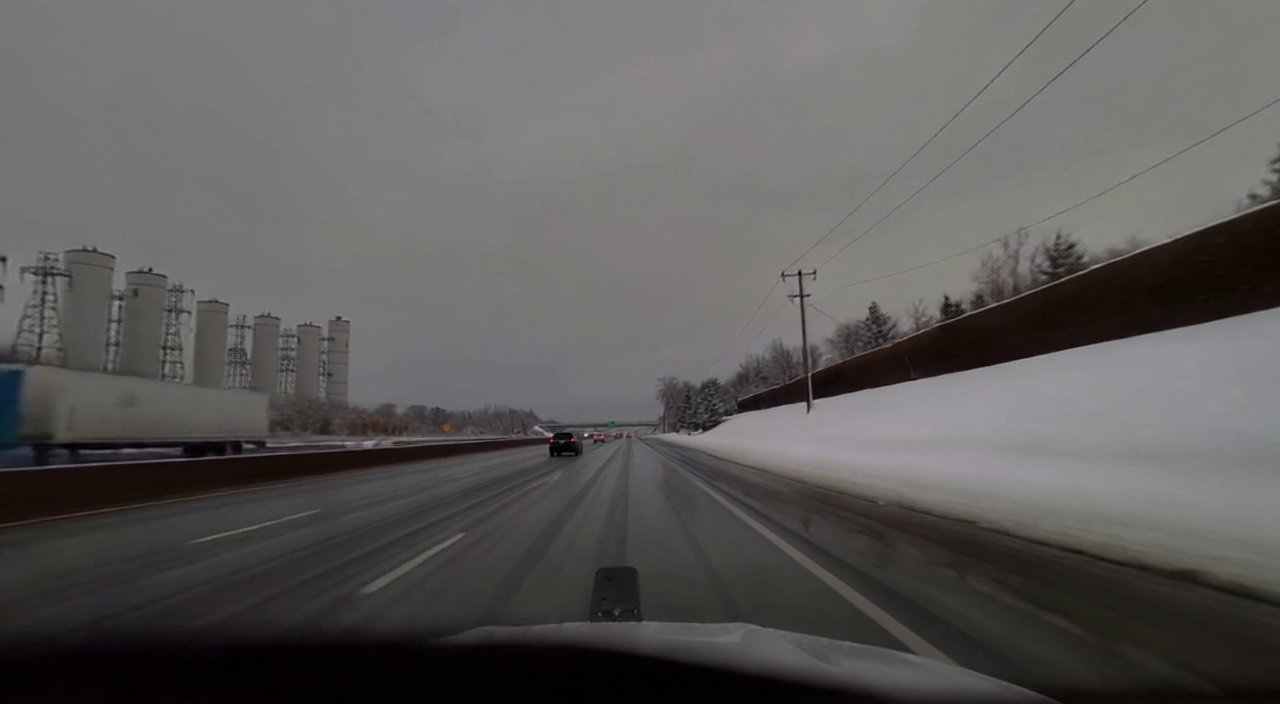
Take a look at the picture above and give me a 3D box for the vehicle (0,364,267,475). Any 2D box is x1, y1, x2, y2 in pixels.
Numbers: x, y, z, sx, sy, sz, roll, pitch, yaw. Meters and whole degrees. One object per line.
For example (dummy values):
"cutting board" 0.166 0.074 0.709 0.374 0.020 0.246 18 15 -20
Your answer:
"vehicle" -23.563 3.392 30.278 2.877 4.090 14.040 0 -8 -1

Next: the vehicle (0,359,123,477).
"vehicle" -23.441 2.537 23.592 2.974 4.004 5.936 0 -8 -1

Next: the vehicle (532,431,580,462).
"vehicle" -4.166 4.767 31.944 1.952 1.462 3.969 0 -8 -1

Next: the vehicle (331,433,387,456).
"vehicle" -19.357 6.387 43.612 1.854 1.492 4.445 0 -8 -1
